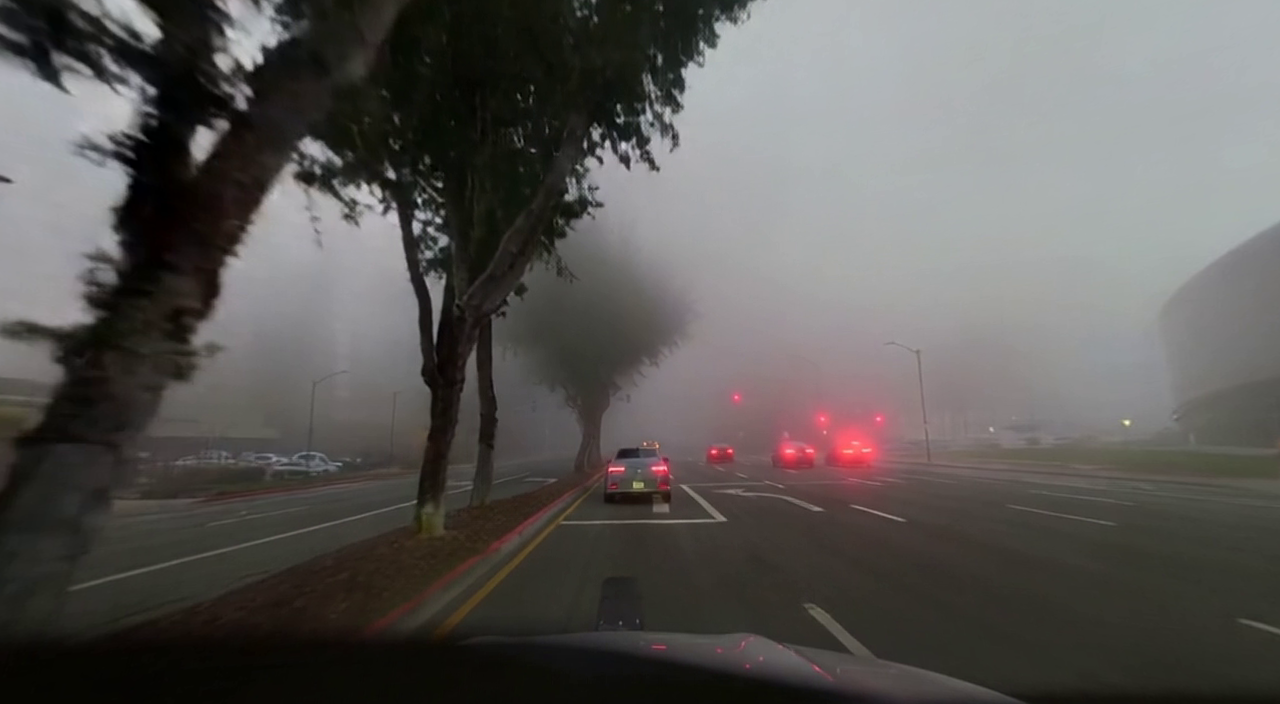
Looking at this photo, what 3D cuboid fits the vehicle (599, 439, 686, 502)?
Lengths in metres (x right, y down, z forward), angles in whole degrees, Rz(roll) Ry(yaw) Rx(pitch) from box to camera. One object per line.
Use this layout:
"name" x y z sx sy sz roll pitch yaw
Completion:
"vehicle" 0.038 3.106 17.014 2.064 1.477 3.968 0 -9 -1

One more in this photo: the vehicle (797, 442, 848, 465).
"vehicle" 12.652 7.070 44.145 2.059 1.482 4.568 0 -9 -1
